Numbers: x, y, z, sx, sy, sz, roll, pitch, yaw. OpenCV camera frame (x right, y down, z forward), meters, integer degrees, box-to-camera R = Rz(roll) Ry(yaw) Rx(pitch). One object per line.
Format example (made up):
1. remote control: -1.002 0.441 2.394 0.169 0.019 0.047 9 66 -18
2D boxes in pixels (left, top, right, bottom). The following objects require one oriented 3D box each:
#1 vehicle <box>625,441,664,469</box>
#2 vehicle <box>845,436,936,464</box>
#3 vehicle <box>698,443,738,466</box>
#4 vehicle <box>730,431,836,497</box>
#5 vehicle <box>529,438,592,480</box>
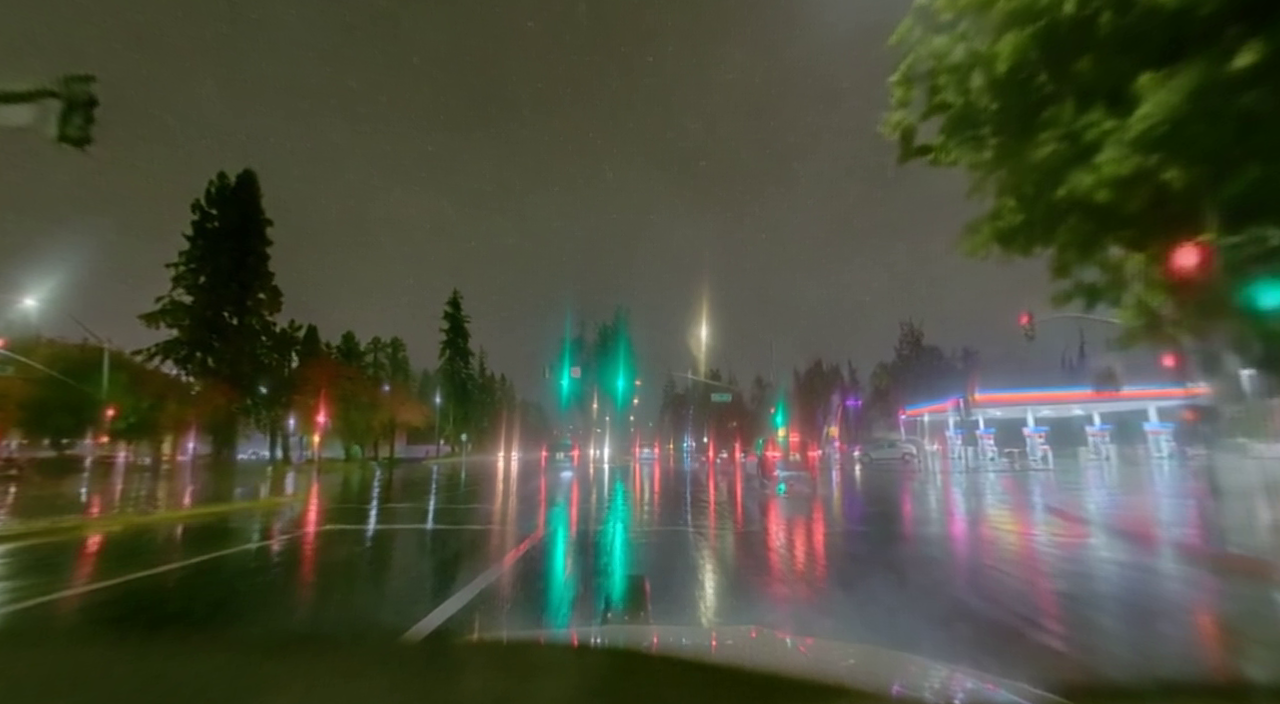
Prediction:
1. vehicle: 0.241 5.855 35.979 2.104 1.477 4.591 0 -8 0
2. vehicle: 18.538 7.268 46.792 5.585 1.866 2.607 -1 -9 -3
3. vehicle: 5.211 6.898 42.621 2.174 1.462 4.400 0 -8 1
4. vehicle: 3.981 3.185 18.287 2.022 1.683 4.171 0 -8 -1
5. vehicle: -3.194 4.406 26.216 2.023 1.607 4.086 0 -8 1
